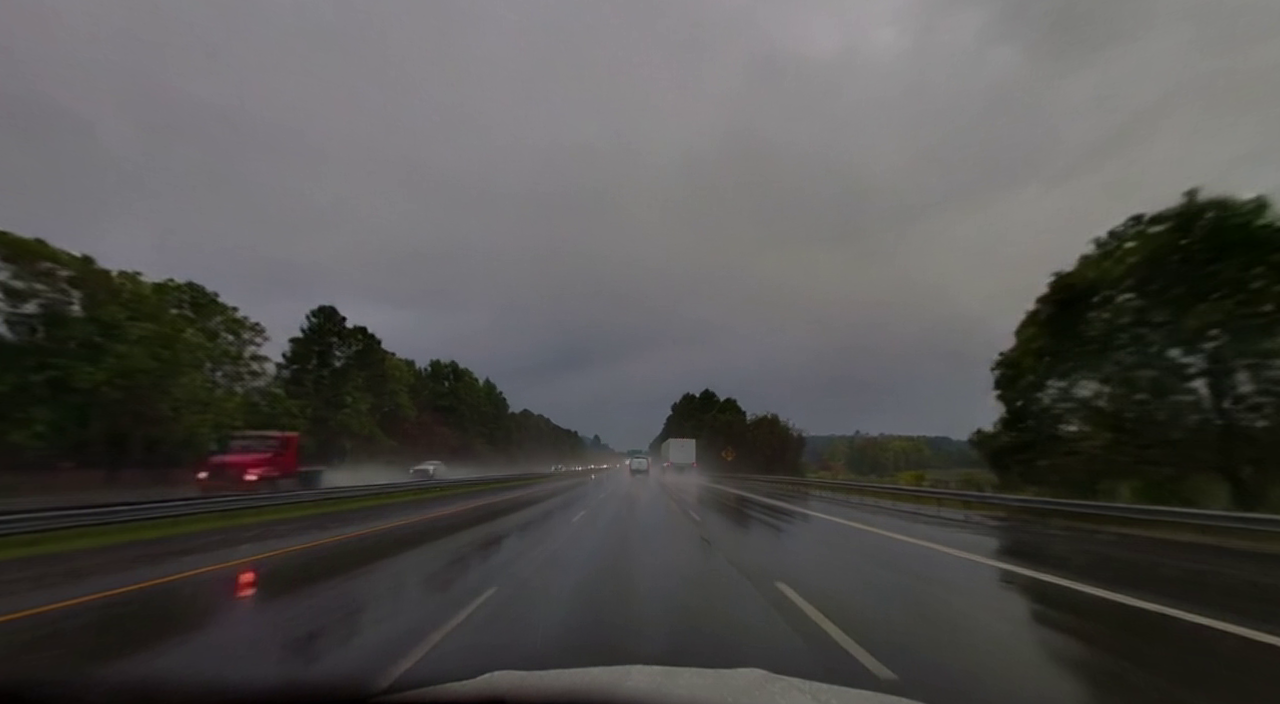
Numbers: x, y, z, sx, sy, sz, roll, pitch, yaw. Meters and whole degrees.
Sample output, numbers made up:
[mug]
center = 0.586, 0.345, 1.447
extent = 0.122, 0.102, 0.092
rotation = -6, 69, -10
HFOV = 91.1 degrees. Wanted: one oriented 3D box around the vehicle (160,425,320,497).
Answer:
[vehicle]
center = -15.295, 4.307, 24.632
extent = 2.385, 2.442, 5.711
rotation = 1, -10, 0
